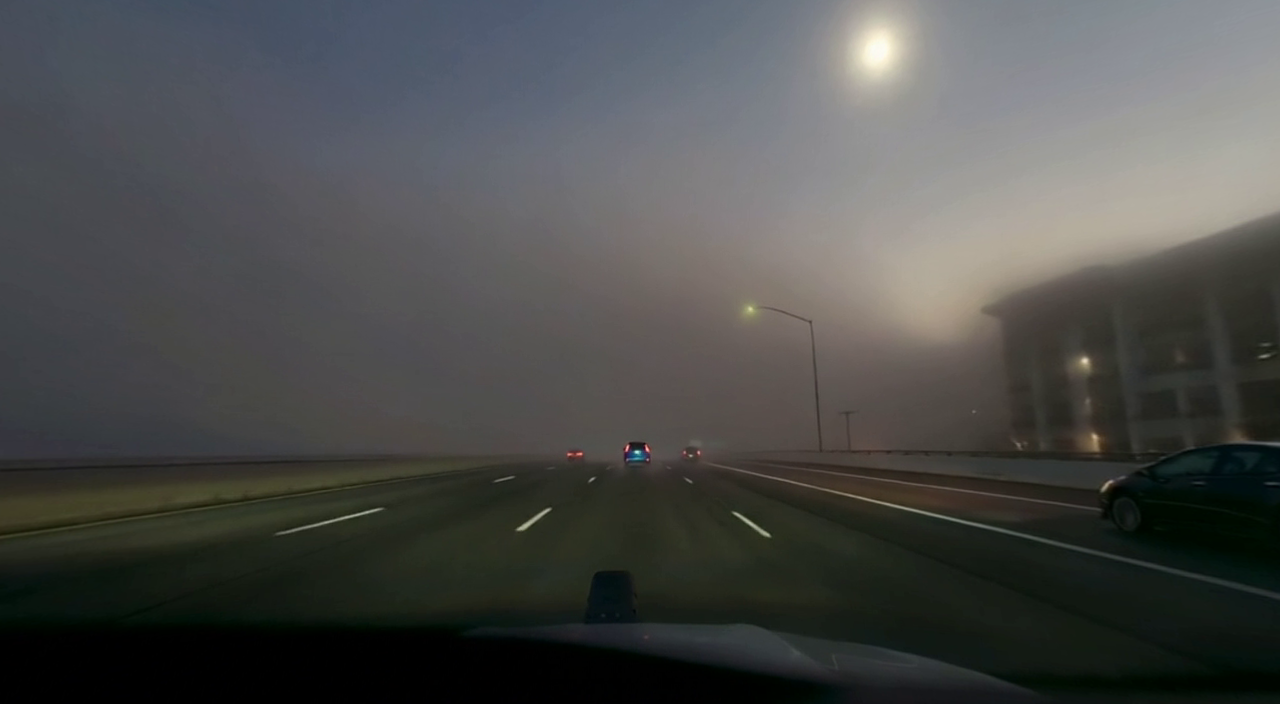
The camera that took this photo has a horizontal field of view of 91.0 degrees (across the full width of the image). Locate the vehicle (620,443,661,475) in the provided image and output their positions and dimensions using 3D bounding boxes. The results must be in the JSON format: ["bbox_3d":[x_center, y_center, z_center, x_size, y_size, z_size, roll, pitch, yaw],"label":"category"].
[{"bbox_3d":[0.024,5.566,32.960,2.036,1.542,3.891,0,-8,0],"label":"vehicle"}]

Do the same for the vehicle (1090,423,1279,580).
[{"bbox_3d":[7.131,1.451,6.140,1.937,1.498,4.710,0,-8,-1],"label":"vehicle"}]
